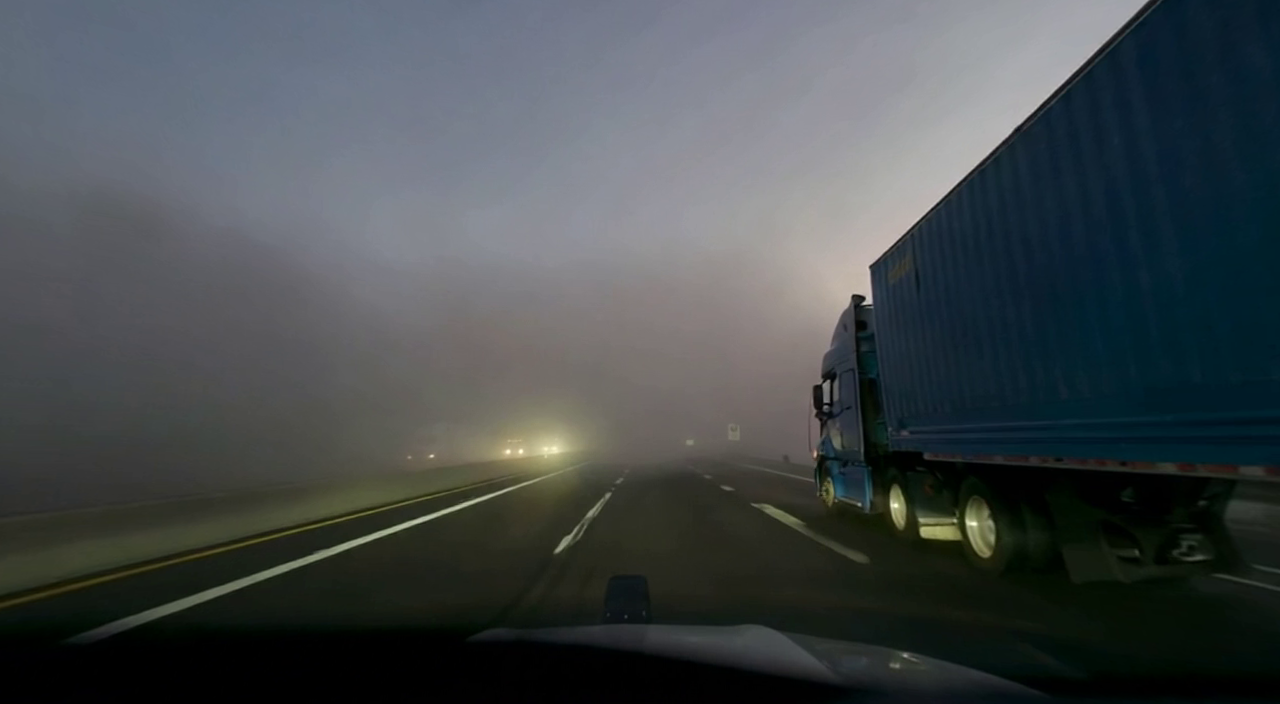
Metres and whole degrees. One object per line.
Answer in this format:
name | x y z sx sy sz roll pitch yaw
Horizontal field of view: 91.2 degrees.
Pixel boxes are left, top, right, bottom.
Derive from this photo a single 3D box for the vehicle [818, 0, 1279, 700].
vehicle | 4.720 -0.205 3.752 2.908 4.075 15.065 0 -9 0
